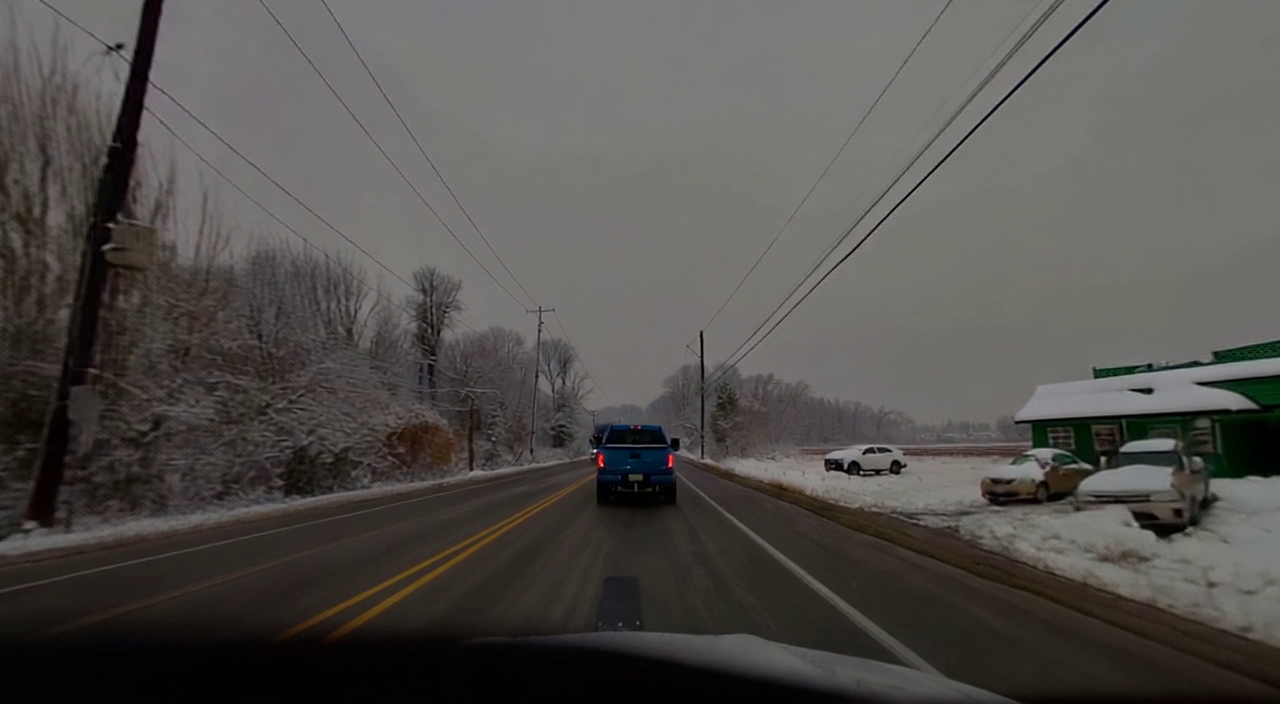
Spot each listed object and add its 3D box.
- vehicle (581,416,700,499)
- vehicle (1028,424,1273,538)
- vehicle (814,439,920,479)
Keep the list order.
[{"bbox_3d":[0.056,3.145,19.326,2.921,2.031,7.416,0,-8,1],"label":"vehicle"},{"bbox_3d":[11.262,2.646,13.809,5.776,1.936,2.535,6,-8,-34],"label":"vehicle"},{"bbox_3d":[11.098,5.164,30.761,5.304,1.754,2.340,6,-11,-38],"label":"vehicle"}]
